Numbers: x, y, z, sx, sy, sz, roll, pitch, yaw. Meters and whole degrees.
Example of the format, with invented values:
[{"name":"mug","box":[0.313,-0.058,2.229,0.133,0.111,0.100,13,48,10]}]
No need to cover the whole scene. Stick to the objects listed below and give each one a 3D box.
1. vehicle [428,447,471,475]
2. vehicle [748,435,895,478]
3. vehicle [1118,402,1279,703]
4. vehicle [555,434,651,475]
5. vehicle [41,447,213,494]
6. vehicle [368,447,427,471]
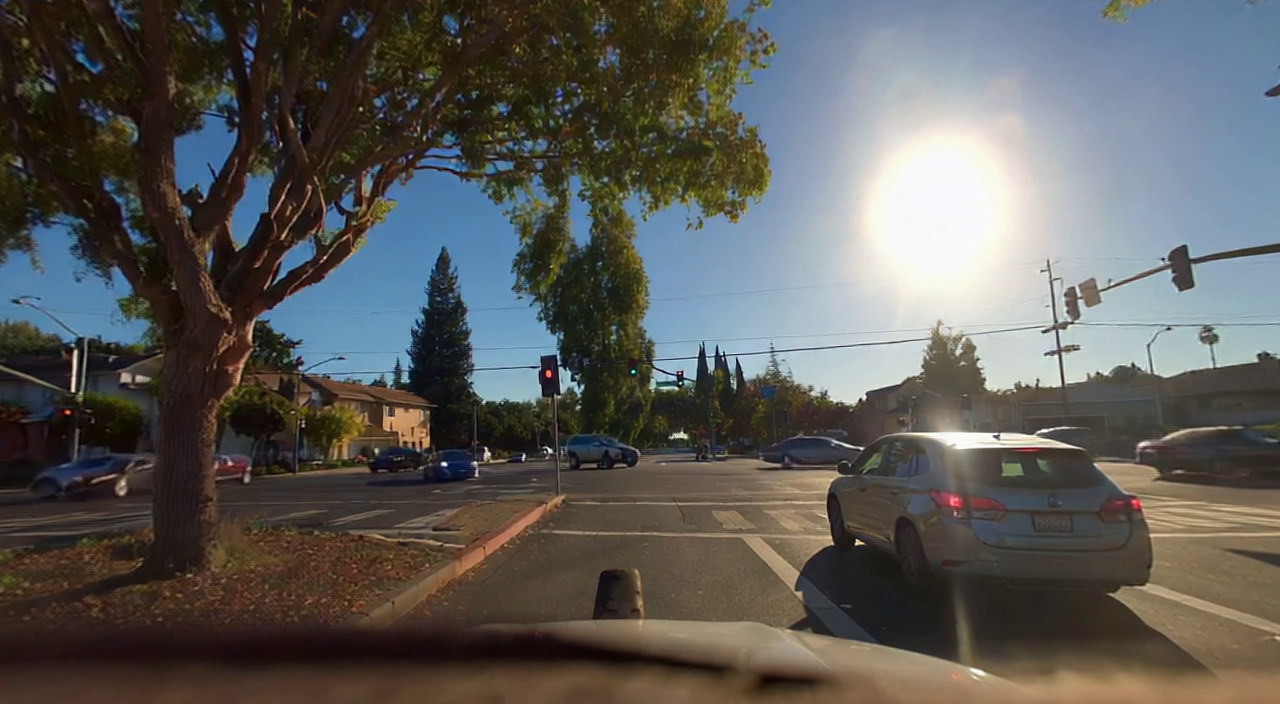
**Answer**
[{"name":"vehicle","box":[-9.942,5.595,32.549,1.921,1.304,4.050,3,-9,-19]},{"name":"vehicle","box":[6.925,3.988,24.211,5.017,1.515,2.006,-6,-10,34]},{"name":"vehicle","box":[3.092,0.662,0.454,1.990,1.454,4.490,0,-8,1]},{"name":"vehicle","box":[-1.911,5.007,31.033,2.276,1.842,4.958,7,-11,-39]},{"name":"vehicle","box":[-18.093,4.176,22.520,2.203,1.471,4.723,0,-8,-1]},{"name":"vehicle","box":[-15.604,6.903,40.688,1.981,1.438,4.607,0,-8,1]}]
